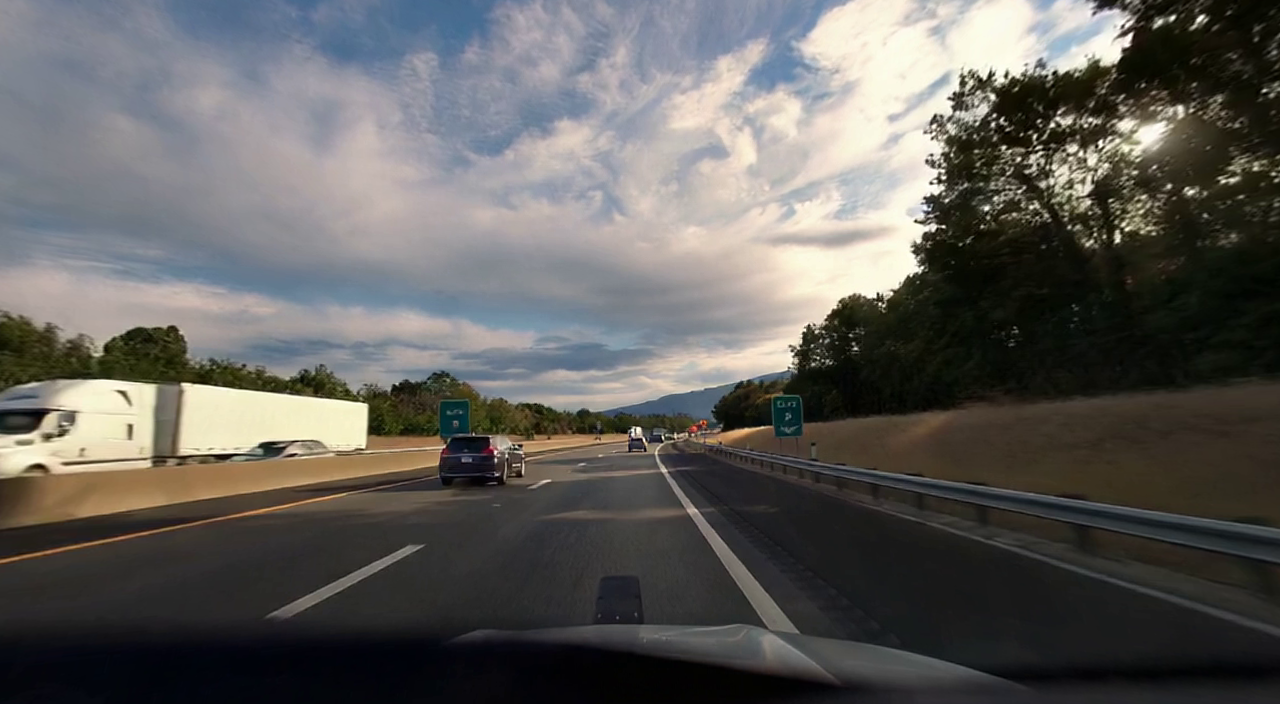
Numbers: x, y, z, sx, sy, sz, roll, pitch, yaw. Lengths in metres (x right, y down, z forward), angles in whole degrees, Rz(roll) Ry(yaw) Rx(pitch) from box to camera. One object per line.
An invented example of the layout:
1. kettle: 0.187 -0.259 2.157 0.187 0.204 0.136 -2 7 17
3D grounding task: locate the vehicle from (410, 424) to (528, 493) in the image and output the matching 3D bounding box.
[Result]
1. vehicle: -4.559 2.898 17.520 2.075 1.653 4.317 0 -8 0

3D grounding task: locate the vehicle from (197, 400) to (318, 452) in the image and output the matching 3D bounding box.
1. vehicle: -17.463 3.502 29.147 2.190 2.143 5.329 -1 -8 1

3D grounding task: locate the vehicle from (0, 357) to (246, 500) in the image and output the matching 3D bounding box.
1. vehicle: -17.579 2.588 20.322 3.008 3.569 10.281 -1 -8 0
